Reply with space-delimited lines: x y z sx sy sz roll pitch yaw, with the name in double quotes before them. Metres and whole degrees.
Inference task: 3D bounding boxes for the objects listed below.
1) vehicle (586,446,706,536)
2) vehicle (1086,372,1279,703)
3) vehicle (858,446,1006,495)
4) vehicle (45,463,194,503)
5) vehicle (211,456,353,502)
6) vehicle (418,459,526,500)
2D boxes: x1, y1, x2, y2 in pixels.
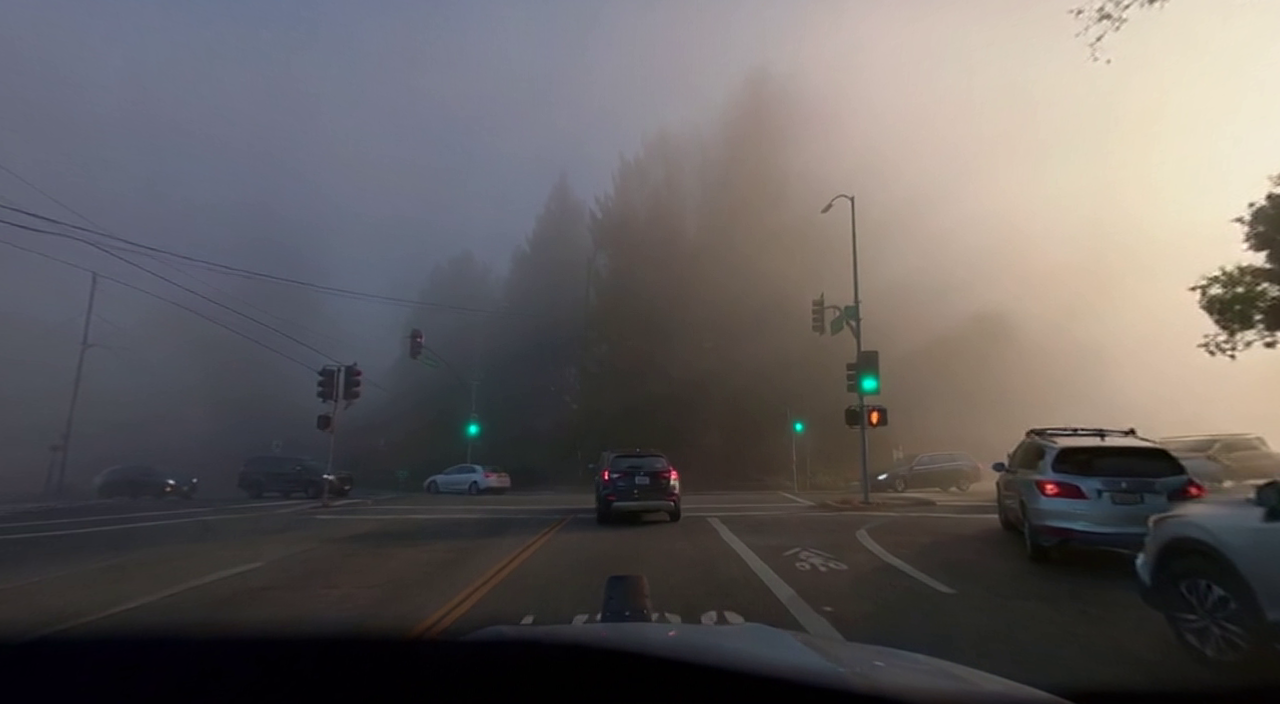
"vehicle" -0.021 2.748 13.215 2.078 1.506 4.512 0 -8 -3
"vehicle" 4.530 0.901 2.570 2.095 1.836 4.895 -1 -8 5
"vehicle" 11.015 4.480 24.090 4.600 1.722 2.074 -1 -9 6
"vehicle" -21.150 5.308 25.708 4.736 1.475 1.921 -2 -9 9
"vehicle" -13.948 4.936 24.684 4.485 1.625 1.980 -2 -9 9
"vehicle" -7.209 5.364 26.906 4.343 1.492 2.063 -6 -10 34
